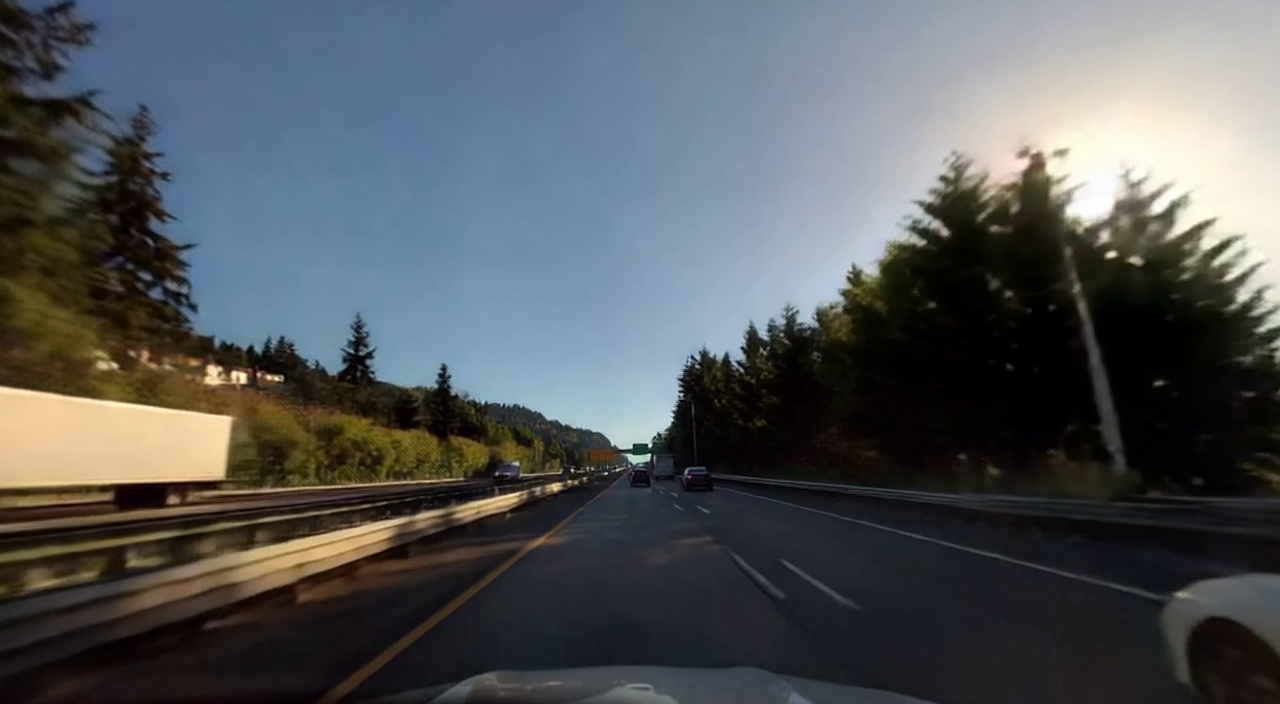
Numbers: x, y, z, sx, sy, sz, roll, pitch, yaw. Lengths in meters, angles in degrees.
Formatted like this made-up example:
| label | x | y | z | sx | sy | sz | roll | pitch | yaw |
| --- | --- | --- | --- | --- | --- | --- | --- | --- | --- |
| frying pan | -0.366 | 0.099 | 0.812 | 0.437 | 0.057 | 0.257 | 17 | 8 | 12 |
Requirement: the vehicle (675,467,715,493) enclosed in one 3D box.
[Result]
| label | x | y | z | sx | sy | sz | roll | pitch | yaw |
| --- | --- | --- | --- | --- | --- | --- | --- | --- | --- |
| vehicle | 3.311 | 7.812 | 38.701 | 1.976 | 1.467 | 3.783 | 1 | -11 | -3 |

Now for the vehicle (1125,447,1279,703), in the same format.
| label | x | y | z | sx | sy | sz | roll | pitch | yaw |
| --- | --- | --- | --- | --- | --- | --- | --- | --- | --- |
| vehicle | 3.987 | 0.872 | 1.277 | 2.018 | 1.426 | 4.941 | 1 | -11 | -1 |

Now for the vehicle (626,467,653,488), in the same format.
| label | x | y | z | sx | sy | sz | roll | pitch | yaw |
| --- | --- | --- | --- | --- | --- | --- | --- | --- | --- |
| vehicle | -0.056 | 9.500 | 47.932 | 1.980 | 1.483 | 3.865 | 1 | -11 | -1 |

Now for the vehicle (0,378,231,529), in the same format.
| label | x | y | z | sx | sy | sz | roll | pitch | yaw |
| --- | --- | --- | --- | --- | --- | --- | --- | --- | --- |
| vehicle | -19.589 | 3.562 | 21.492 | 3.219 | 4.058 | 14.151 | 2 | -11 | -6 |
